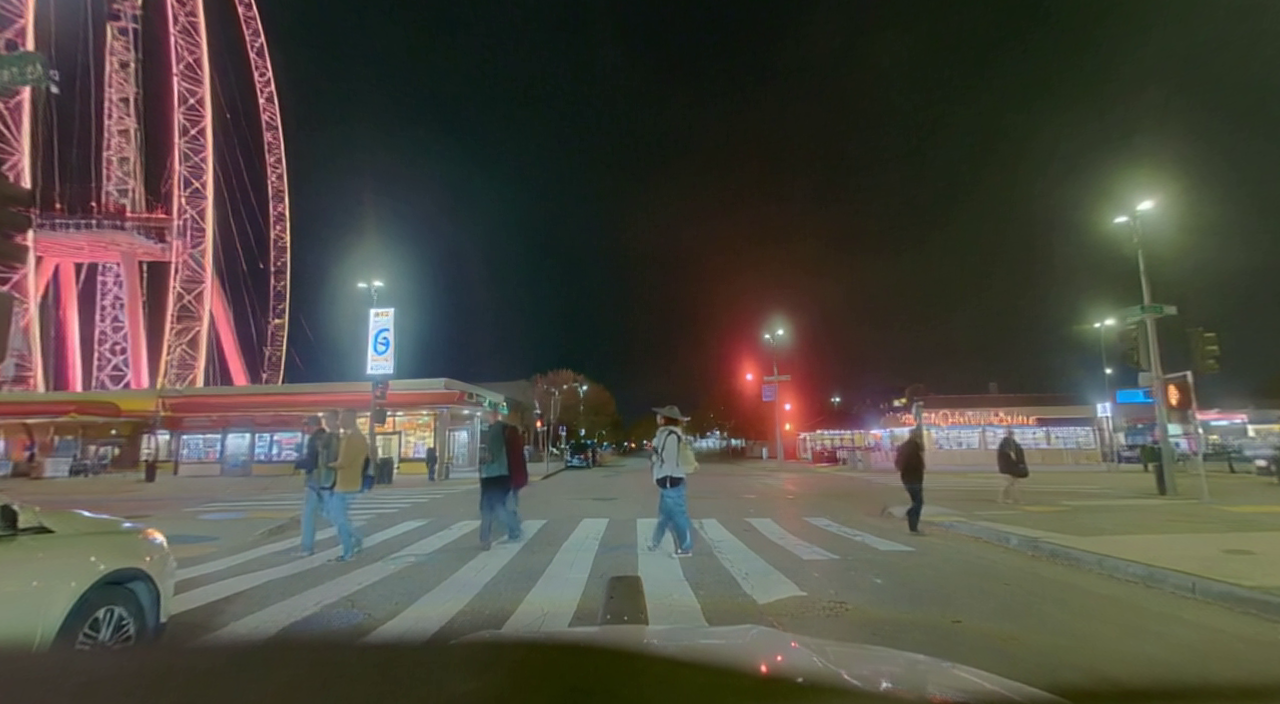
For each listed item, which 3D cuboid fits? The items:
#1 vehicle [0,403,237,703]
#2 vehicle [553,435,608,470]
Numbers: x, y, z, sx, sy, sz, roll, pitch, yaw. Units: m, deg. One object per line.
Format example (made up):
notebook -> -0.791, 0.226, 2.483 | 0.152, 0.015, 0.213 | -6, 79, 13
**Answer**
vehicle -> -3.369, 0.785, 1.186 | 1.940, 1.505, 4.676 | -1, -9, 3
vehicle -> -3.900, 6.383, 40.252 | 2.549, 2.000, 5.699 | 2, -9, -15
